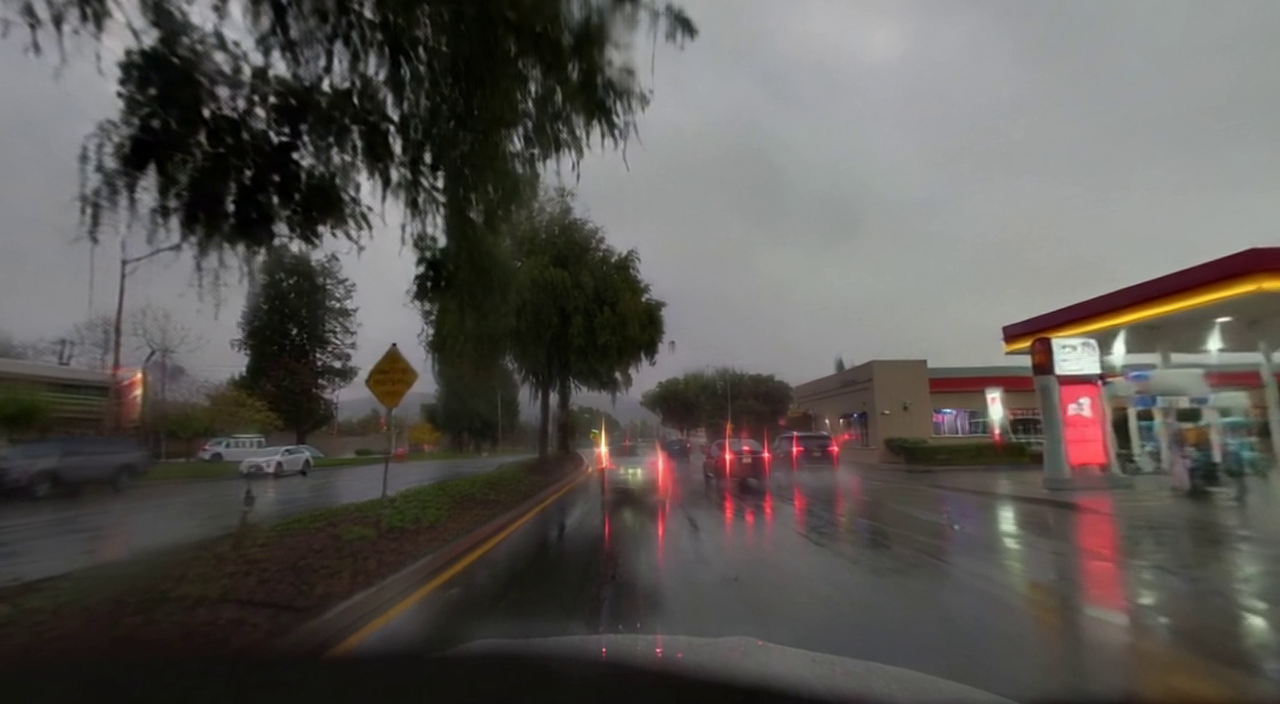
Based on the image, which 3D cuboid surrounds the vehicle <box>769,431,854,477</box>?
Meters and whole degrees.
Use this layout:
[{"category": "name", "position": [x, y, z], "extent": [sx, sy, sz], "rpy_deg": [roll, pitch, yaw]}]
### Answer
[{"category": "vehicle", "position": [7.056, 4.262, 26.582], "extent": [2.117, 1.757, 4.969], "rpy_deg": [0, -8, -1]}]

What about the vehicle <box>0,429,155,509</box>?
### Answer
[{"category": "vehicle", "position": [-18.988, 3.679, 20.663], "extent": [2.222, 2.141, 5.390], "rpy_deg": [-1, -6, -4]}]

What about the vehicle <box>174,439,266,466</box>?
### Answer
[{"category": "vehicle", "position": [-28.216, 6.754, 42.520], "extent": [4.699, 1.775, 2.007], "rpy_deg": [0, -8, 1]}]

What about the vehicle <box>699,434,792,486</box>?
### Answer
[{"category": "vehicle", "position": [3.272, 3.473, 20.613], "extent": [2.124, 1.476, 4.730], "rpy_deg": [0, -8, -1]}]

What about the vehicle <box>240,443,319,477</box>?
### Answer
[{"category": "vehicle", "position": [-19.362, 5.812, 34.146], "extent": [1.903, 1.706, 3.994], "rpy_deg": [0, -8, 0]}]

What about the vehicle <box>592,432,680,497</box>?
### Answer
[{"category": "vehicle", "position": [-0.071, 2.897, 16.608], "extent": [2.052, 1.488, 3.779], "rpy_deg": [0, -8, 1]}]
